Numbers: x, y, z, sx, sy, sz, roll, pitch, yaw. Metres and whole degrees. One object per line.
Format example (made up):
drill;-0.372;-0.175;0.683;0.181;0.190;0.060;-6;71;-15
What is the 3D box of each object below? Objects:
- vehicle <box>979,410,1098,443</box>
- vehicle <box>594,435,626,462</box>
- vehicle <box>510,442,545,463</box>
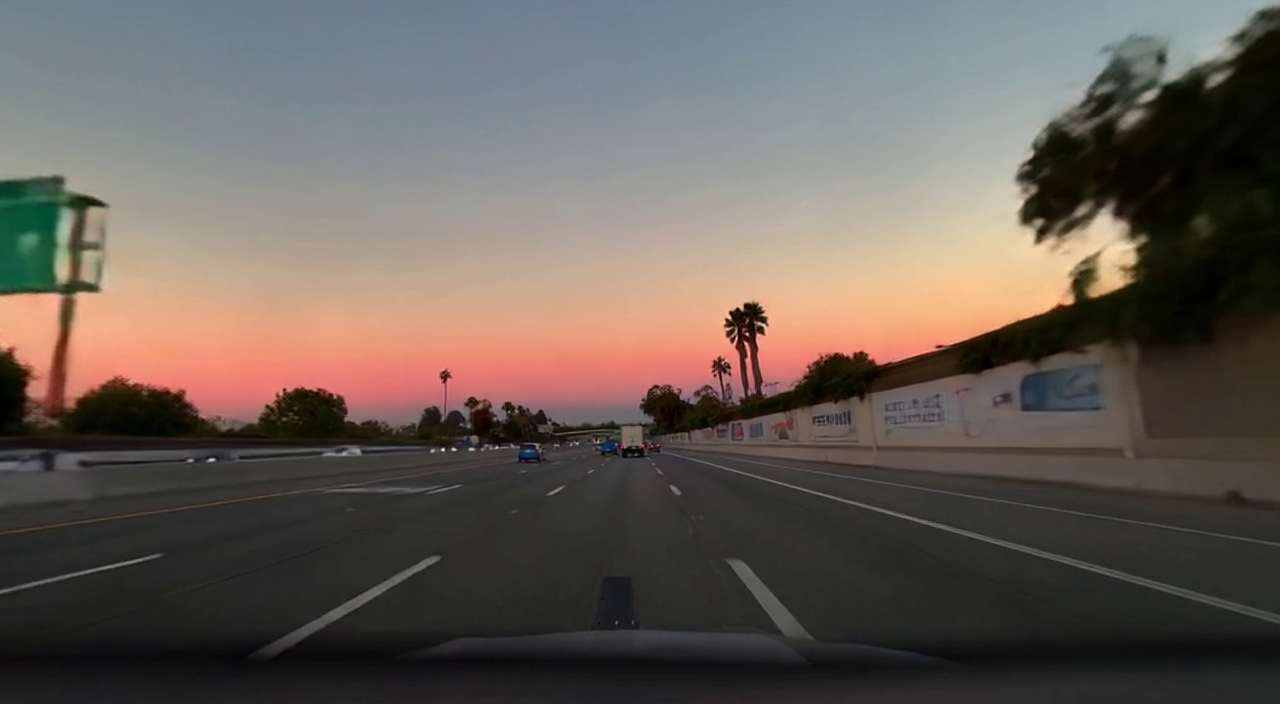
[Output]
vehicle;23.131;4.367;36.822;5.484;1.783;2.076;0;-9;-1
vehicle;-2.317;7.626;49.963;2.390;2.007;4.901;0;-9;-1
vehicle;-8.734;7.857;49.438;1.971;1.552;4.465;0;-9;0
